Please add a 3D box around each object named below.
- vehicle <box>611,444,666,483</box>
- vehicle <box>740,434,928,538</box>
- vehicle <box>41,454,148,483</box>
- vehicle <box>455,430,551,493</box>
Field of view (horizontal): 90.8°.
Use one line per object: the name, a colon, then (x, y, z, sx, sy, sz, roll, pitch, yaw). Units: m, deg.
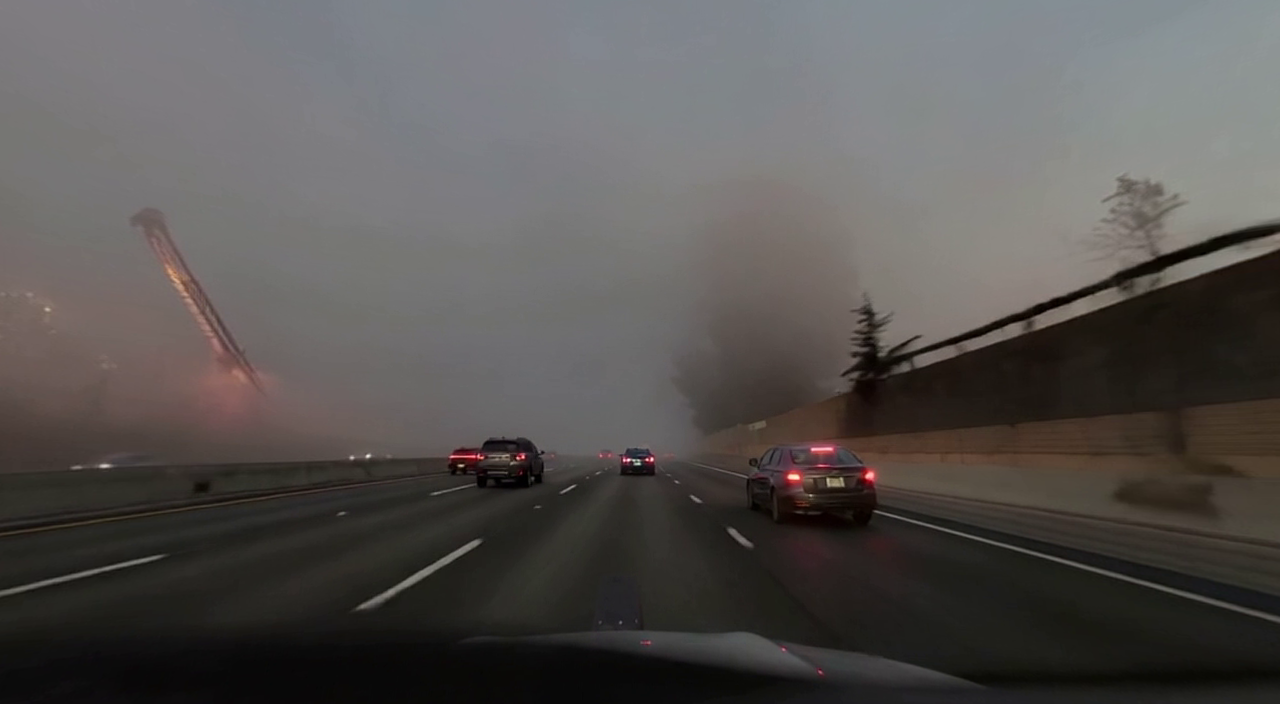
vehicle: (-0.097, 4.474, 25.703, 2.045, 1.452, 4.040, 0, -8, -1)
vehicle: (3.234, 2.310, 11.636, 1.917, 1.507, 4.540, 0, -8, -1)
vehicle: (-30.299, 6.434, 35.290, 1.847, 1.438, 4.557, 0, -8, 1)
vehicle: (-4.261, 3.476, 20.413, 2.121, 1.775, 4.335, 0, -8, 0)
